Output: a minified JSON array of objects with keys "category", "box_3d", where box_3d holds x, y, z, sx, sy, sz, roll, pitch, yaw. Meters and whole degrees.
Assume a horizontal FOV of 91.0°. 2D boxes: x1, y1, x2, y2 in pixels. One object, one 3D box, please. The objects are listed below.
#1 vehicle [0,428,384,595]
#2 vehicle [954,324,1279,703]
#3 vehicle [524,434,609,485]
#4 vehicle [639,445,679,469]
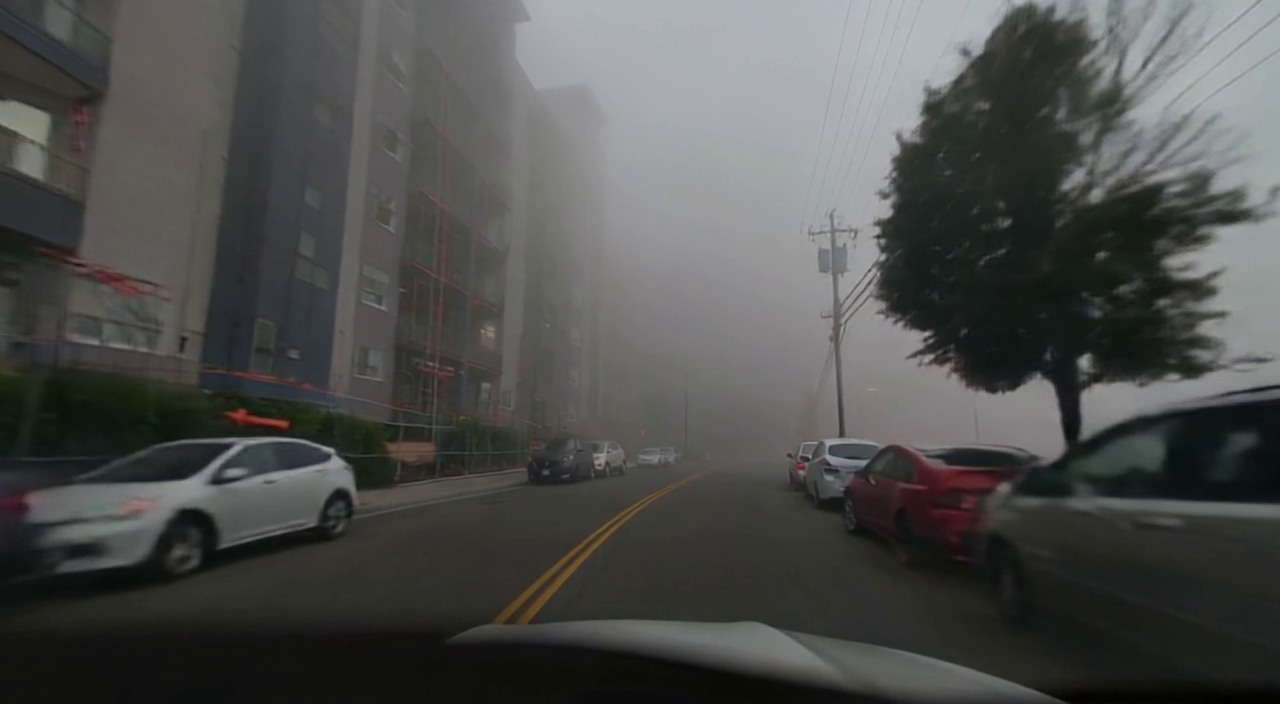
[{"category":"vehicle","box_3d":[-5.654,1.896,8.506,1.966,1.568,4.705,-1,-9,7]},{"category":"vehicle","box_3d":[3.814,0.901,2.638,2.184,2.035,5.422,0,-9,0]},{"category":"vehicle","box_3d":[-2.884,4.382,25.944,1.953,1.871,4.712,-2,-9,13]},{"category":"vehicle","box_3d":[1.414,7.529,45.449,1.998,1.633,4.673,-2,-9,12]}]
